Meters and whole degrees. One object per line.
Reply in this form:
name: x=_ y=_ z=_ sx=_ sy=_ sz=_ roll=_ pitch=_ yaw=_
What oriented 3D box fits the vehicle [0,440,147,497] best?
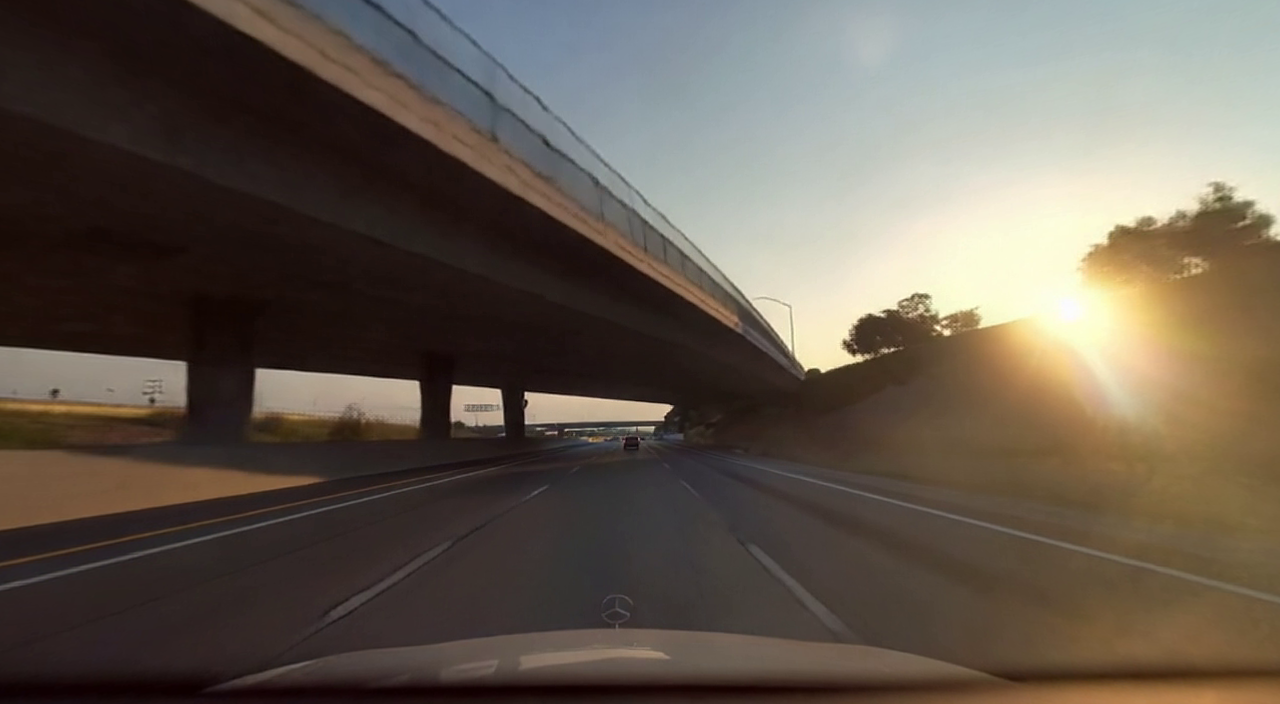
vehicle: x=-17.970 y=3.505 z=19.522 sx=1.875 sy=1.515 sz=4.299 roll=0 pitch=-8 yaw=0
